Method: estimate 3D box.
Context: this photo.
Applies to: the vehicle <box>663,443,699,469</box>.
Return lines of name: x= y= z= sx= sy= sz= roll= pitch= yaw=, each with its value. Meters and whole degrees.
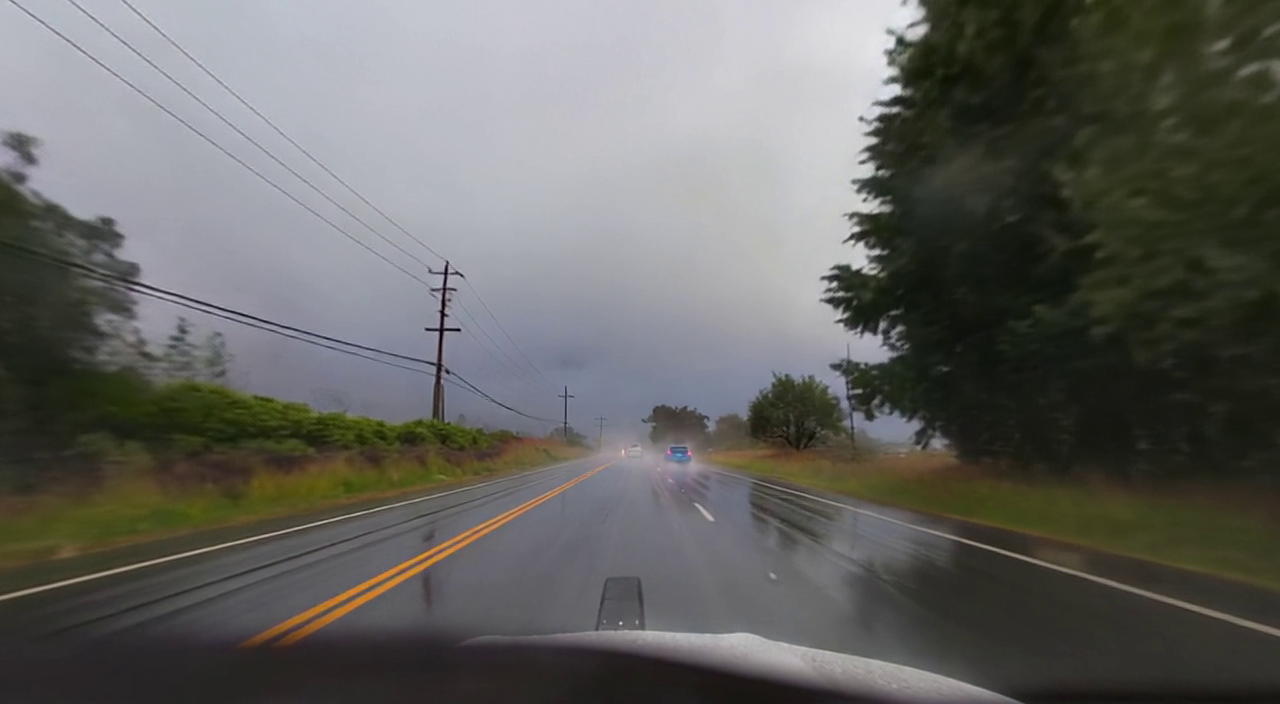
vehicle: x=2.843 y=7.337 z=44.659 sx=2.135 sy=1.692 sz=4.185 roll=0 pitch=-9 yaw=-2
